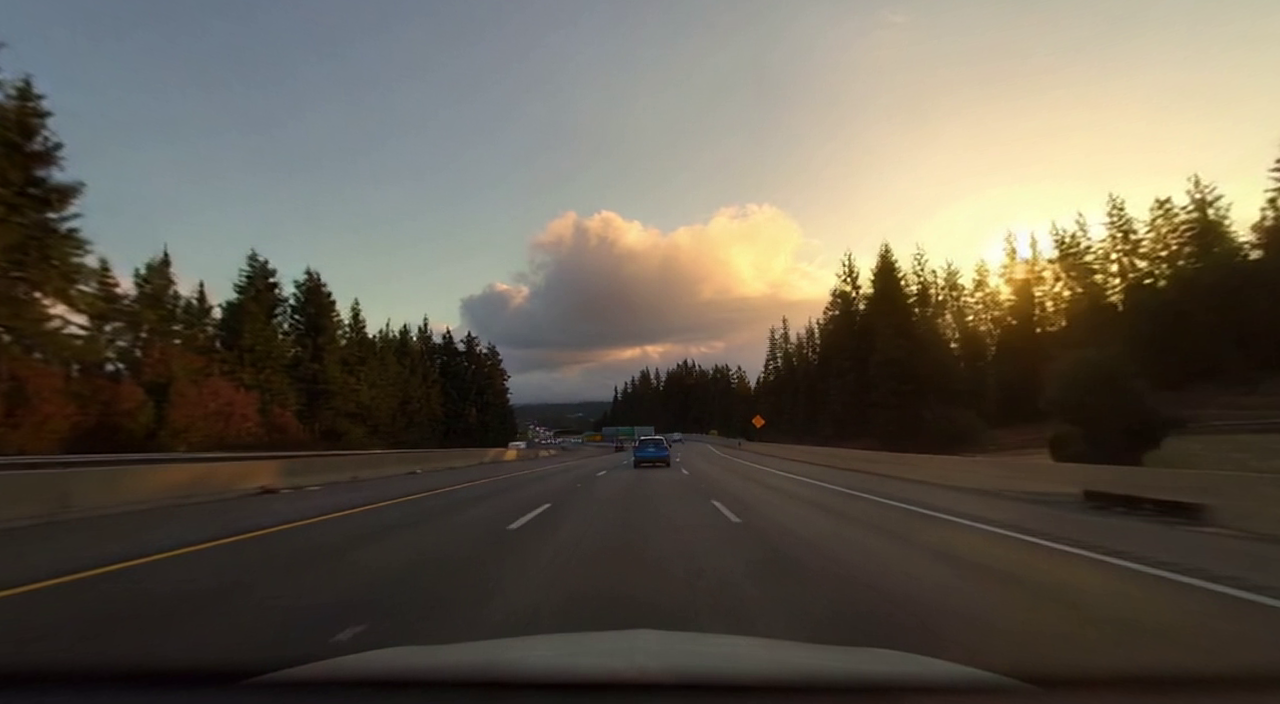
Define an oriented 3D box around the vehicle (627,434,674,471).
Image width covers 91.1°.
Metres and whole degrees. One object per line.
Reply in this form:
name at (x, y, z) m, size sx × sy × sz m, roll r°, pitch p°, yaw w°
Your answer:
vehicle at (0.502, 4.913, 30.825) m, size 2.133 × 1.686 × 4.203 m, roll 0°, pitch -8°, yaw 1°
